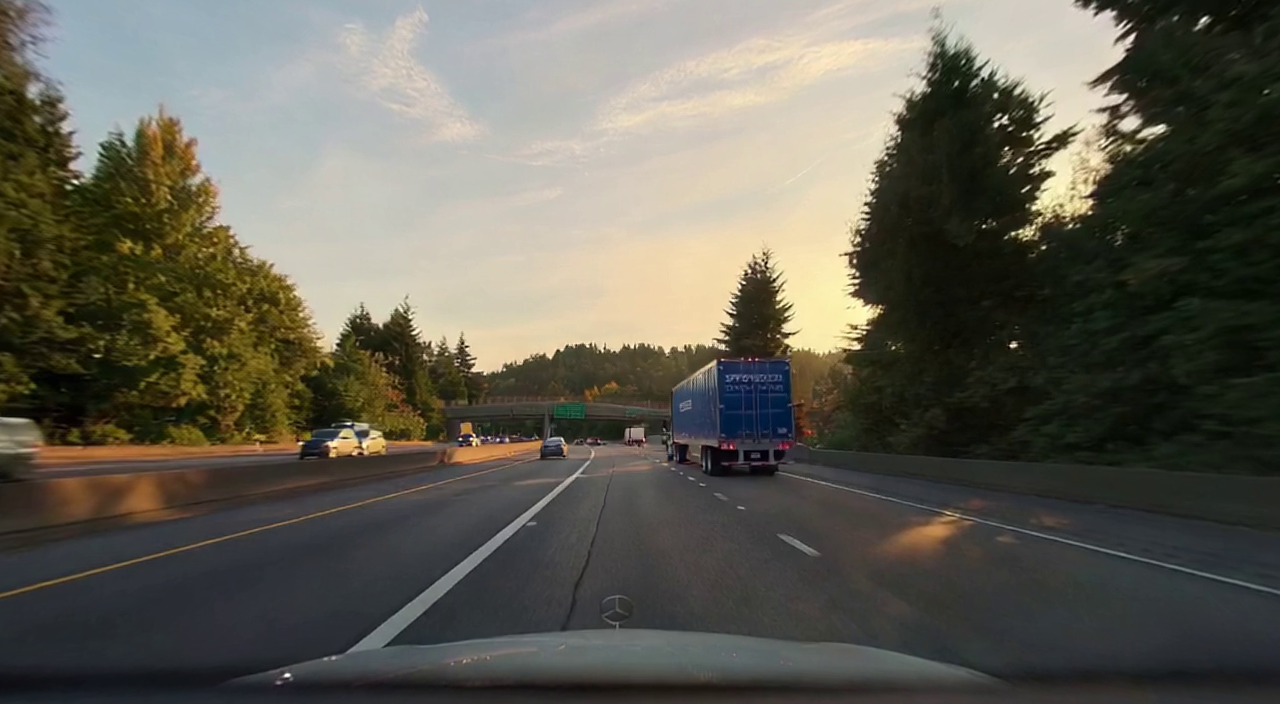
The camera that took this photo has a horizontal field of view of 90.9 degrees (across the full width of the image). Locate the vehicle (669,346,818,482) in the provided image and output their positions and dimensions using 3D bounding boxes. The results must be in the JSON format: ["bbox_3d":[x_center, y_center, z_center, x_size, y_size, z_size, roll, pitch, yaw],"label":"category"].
[{"bbox_3d":[3.438,2.799,26.040,2.910,4.051,14.278,0,-8,-3],"label":"vehicle"}]

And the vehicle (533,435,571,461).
[{"bbox_3d":[-5.516,6.049,39.900,2.030,1.547,3.862,0,-8,-3],"label":"vehicle"}]

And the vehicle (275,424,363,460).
[{"bbox_3d":[-15.723,4.436,31.170,2.130,1.667,4.524,0,-8,-2],"label":"vehicle"}]
